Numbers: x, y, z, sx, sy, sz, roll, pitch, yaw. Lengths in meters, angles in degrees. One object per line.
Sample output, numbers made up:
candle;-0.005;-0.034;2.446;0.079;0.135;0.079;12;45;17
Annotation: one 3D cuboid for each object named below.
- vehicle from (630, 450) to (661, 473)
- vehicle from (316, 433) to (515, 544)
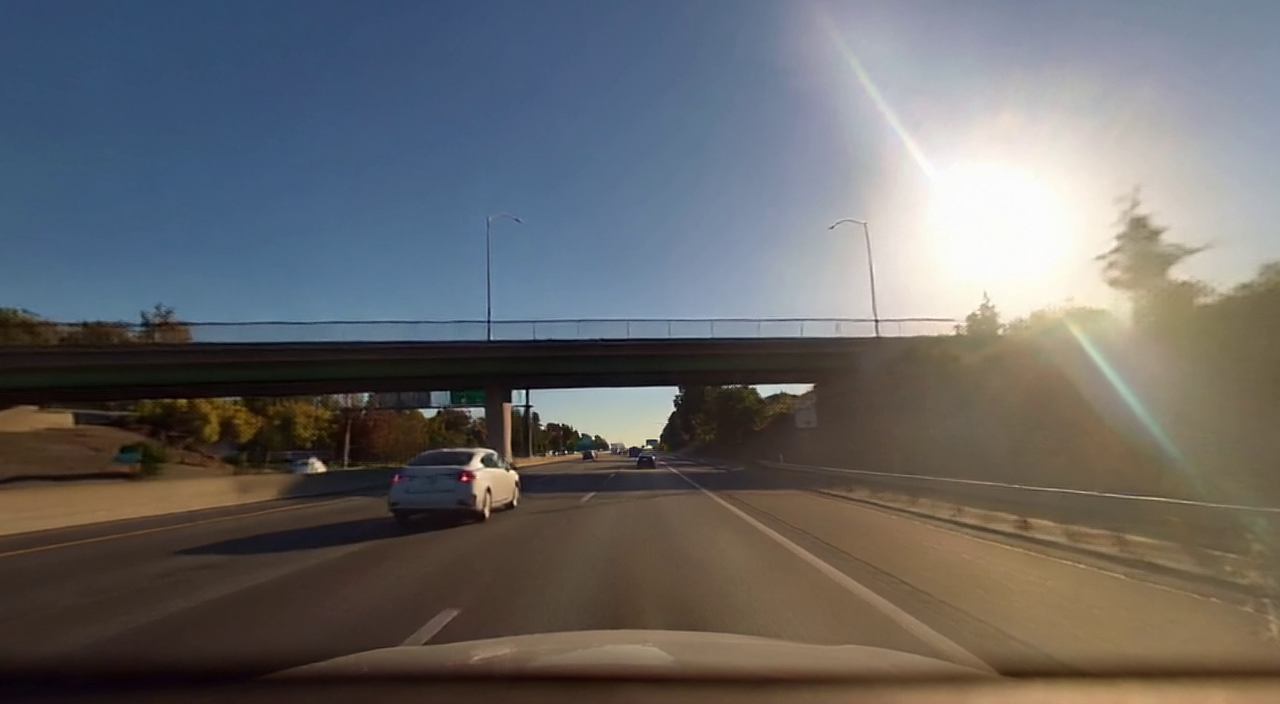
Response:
vehicle;0.415;7.775;45.004;2.113;1.537;4.208;0;-9;0
vehicle;-3.846;2.420;11.810;2.055;1.665;4.373;0;-9;1
